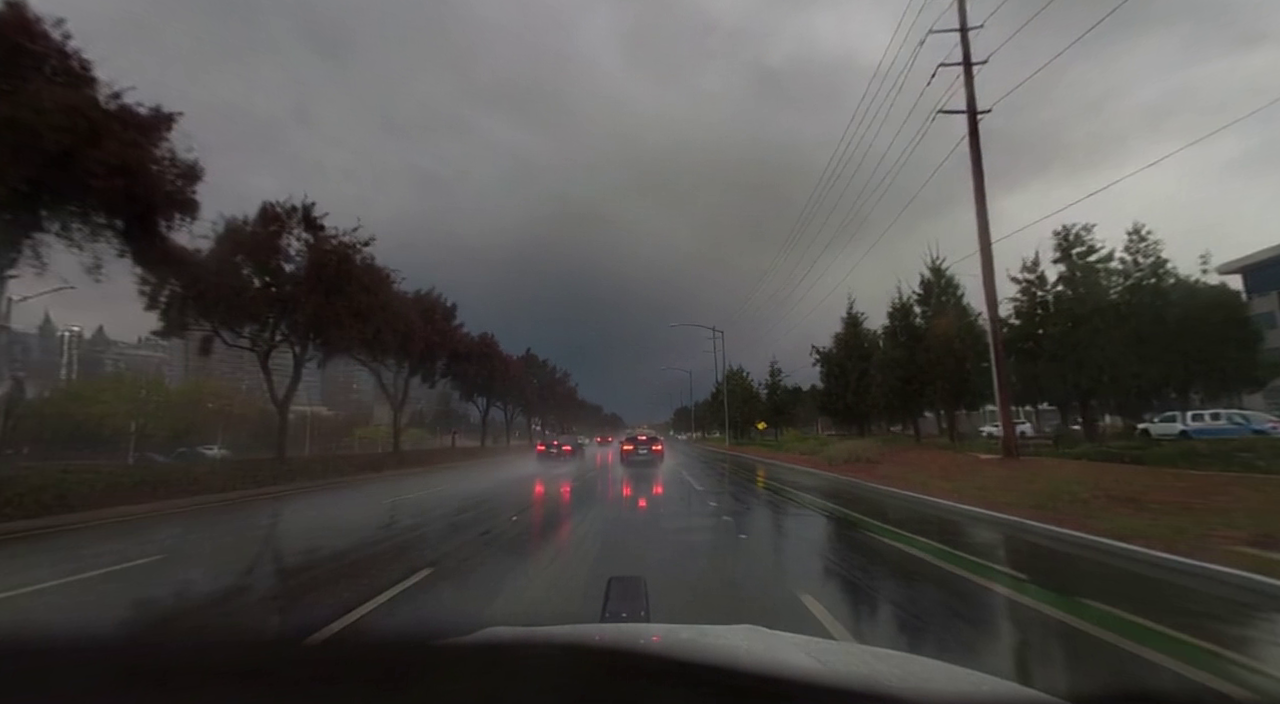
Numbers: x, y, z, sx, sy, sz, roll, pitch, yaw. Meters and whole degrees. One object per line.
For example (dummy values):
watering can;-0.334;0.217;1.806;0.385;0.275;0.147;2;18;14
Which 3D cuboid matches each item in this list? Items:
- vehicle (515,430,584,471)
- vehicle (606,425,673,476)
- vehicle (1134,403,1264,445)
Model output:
vehicle;-3.542;3.978;25.642;1.942;1.462;4.905;0;-8;2
vehicle;-0.007;3.553;22.948;2.199;1.652;4.101;0;-8;0
vehicle;22.012;2.945;25.121;1.833;1.471;4.656;-2;-9;14
